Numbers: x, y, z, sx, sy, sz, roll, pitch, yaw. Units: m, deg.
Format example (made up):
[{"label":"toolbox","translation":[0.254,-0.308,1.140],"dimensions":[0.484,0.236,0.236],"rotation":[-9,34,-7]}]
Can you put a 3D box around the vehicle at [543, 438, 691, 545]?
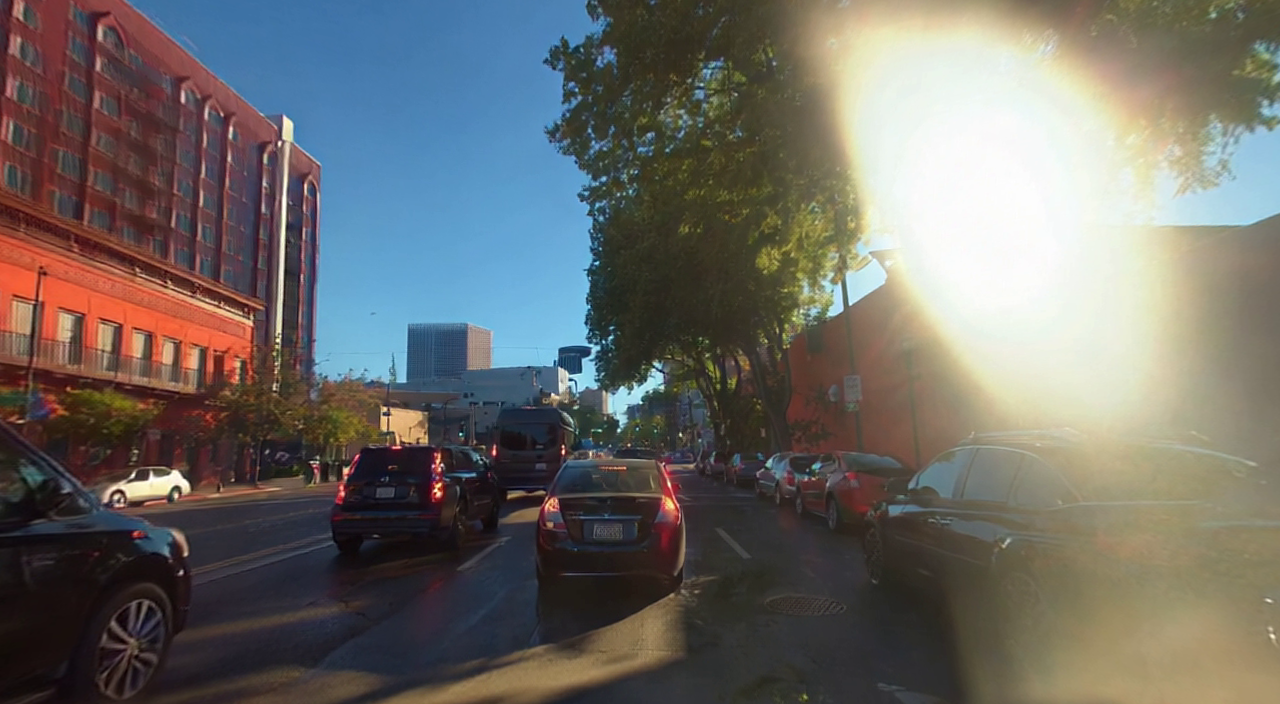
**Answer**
[{"label":"vehicle","translation":[-0.360,2.340,11.247],"dimensions":[2.152,1.518,4.113],"rotation":[0,-9,-1]}]

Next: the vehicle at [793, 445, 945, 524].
[{"label":"vehicle","translation":[4.904,2.854,14.179],"dimensions":[1.832,1.491,4.054],"rotation":[1,-9,-1]}]

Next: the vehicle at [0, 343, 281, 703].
[{"label":"vehicle","translation":[-3.724,0.787,2.169],"dimensions":[2.140,1.768,4.685],"rotation":[0,-9,1]}]

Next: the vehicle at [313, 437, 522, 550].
[{"label":"vehicle","translation":[-3.535,2.323,11.078],"dimensions":[1.995,1.554,4.426],"rotation":[0,-9,1]}]
